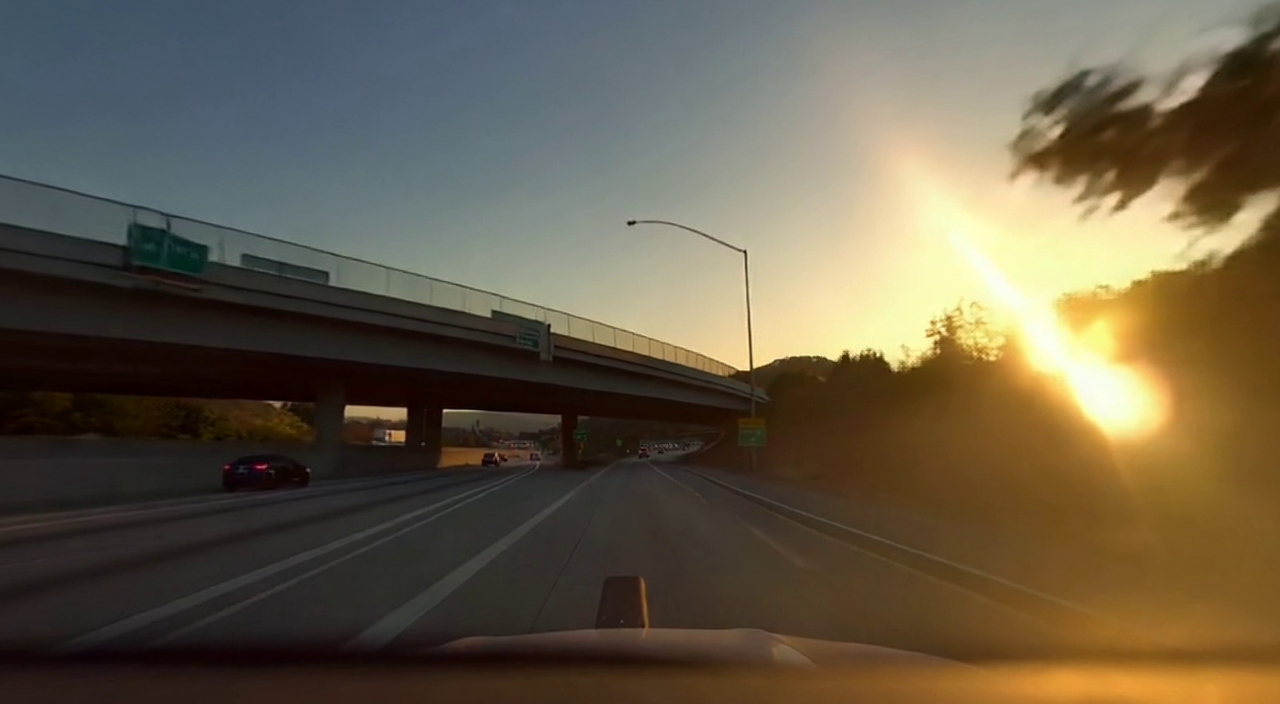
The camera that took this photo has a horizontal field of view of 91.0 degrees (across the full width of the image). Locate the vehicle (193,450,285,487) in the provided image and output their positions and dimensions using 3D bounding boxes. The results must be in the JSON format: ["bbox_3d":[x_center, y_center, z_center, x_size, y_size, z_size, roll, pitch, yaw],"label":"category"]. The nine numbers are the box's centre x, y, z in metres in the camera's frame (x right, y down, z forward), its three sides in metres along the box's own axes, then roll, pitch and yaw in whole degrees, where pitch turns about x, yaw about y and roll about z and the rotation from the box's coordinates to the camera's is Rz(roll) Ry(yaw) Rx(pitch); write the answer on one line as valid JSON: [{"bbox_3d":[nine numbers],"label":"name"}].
[{"bbox_3d":[-20.112,5.866,31.817,2.093,1.735,4.285,1,-10,-5],"label":"vehicle"}]
